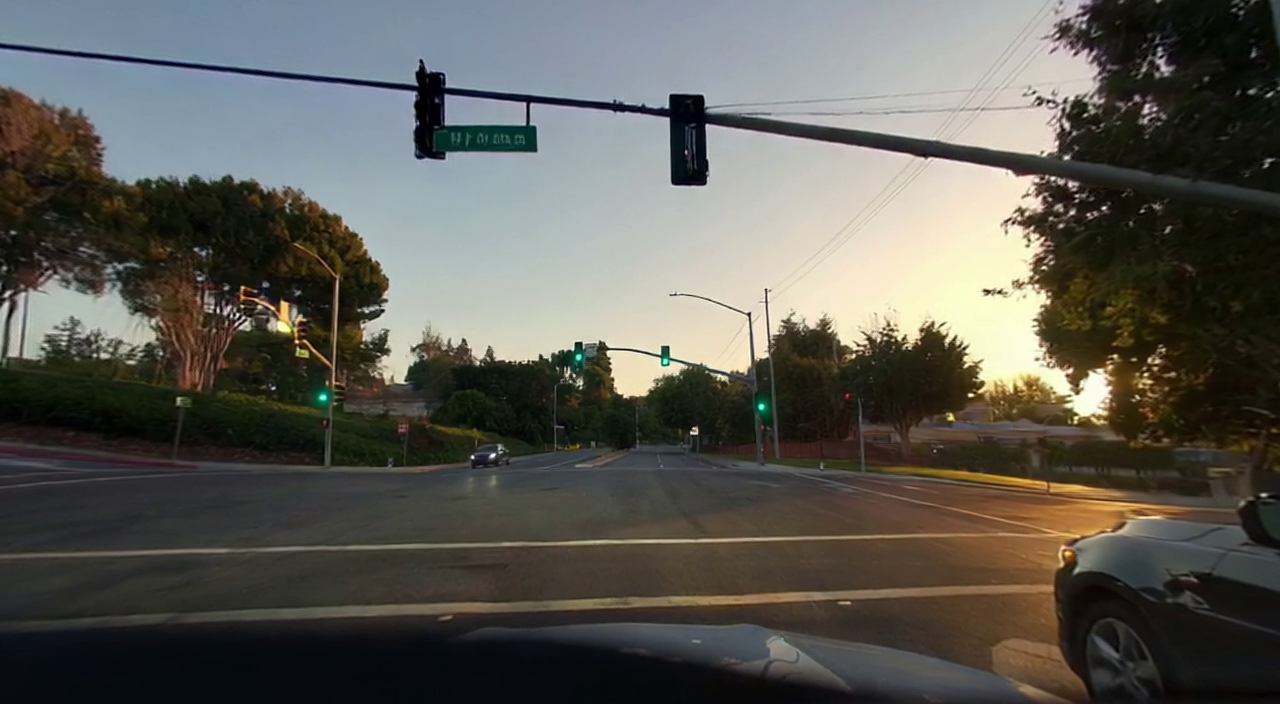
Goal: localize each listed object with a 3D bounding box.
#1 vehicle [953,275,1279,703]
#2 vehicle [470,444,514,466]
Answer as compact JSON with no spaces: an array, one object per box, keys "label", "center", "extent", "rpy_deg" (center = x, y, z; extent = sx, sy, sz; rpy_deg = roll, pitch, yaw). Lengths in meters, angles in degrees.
[{"label":"vehicle","center":[3.242,0.625,1.728],"extent":[2.256,1.856,4.840],"rpy_deg":[0,-8,0]},{"label":"vehicle","center":[-10.429,7.254,44.726],"extent":[1.983,1.482,4.190],"rpy_deg":[-1,-8,2]}]
